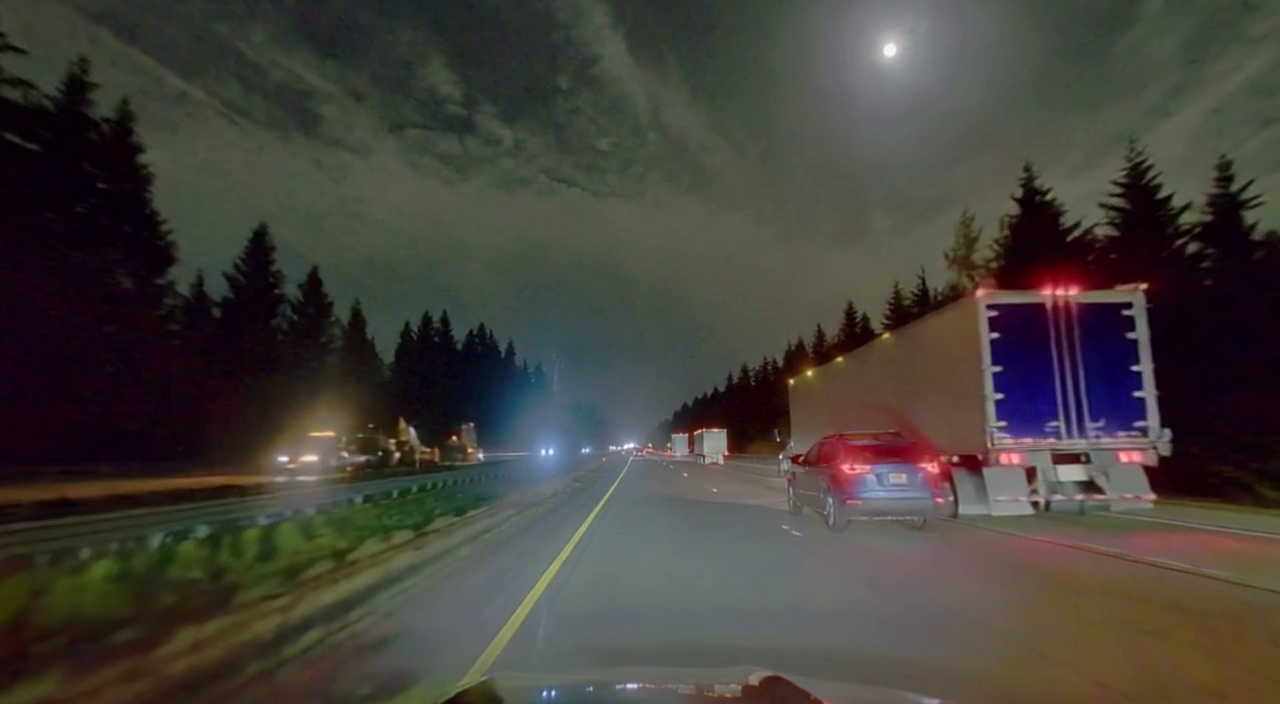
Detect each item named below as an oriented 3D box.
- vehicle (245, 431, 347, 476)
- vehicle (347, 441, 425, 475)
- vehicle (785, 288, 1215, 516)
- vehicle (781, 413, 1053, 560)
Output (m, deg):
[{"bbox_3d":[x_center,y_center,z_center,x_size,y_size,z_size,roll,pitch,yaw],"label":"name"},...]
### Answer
[{"bbox_3d":[-16.452,4.908,30.540,2.104,1.995,5.069,0,-9,-1],"label":"vehicle"},{"bbox_3d":[-11.907,5.001,29.883,1.881,1.505,4.448,0,-9,0],"label":"vehicle"},{"bbox_3d":[8.164,2.118,19.428,3.441,4.016,16.812,0,-9,0],"label":"vehicle"},{"bbox_3d":[3.638,1.859,9.318,2.022,1.658,4.132,0,-9,-2],"label":"vehicle"}]
